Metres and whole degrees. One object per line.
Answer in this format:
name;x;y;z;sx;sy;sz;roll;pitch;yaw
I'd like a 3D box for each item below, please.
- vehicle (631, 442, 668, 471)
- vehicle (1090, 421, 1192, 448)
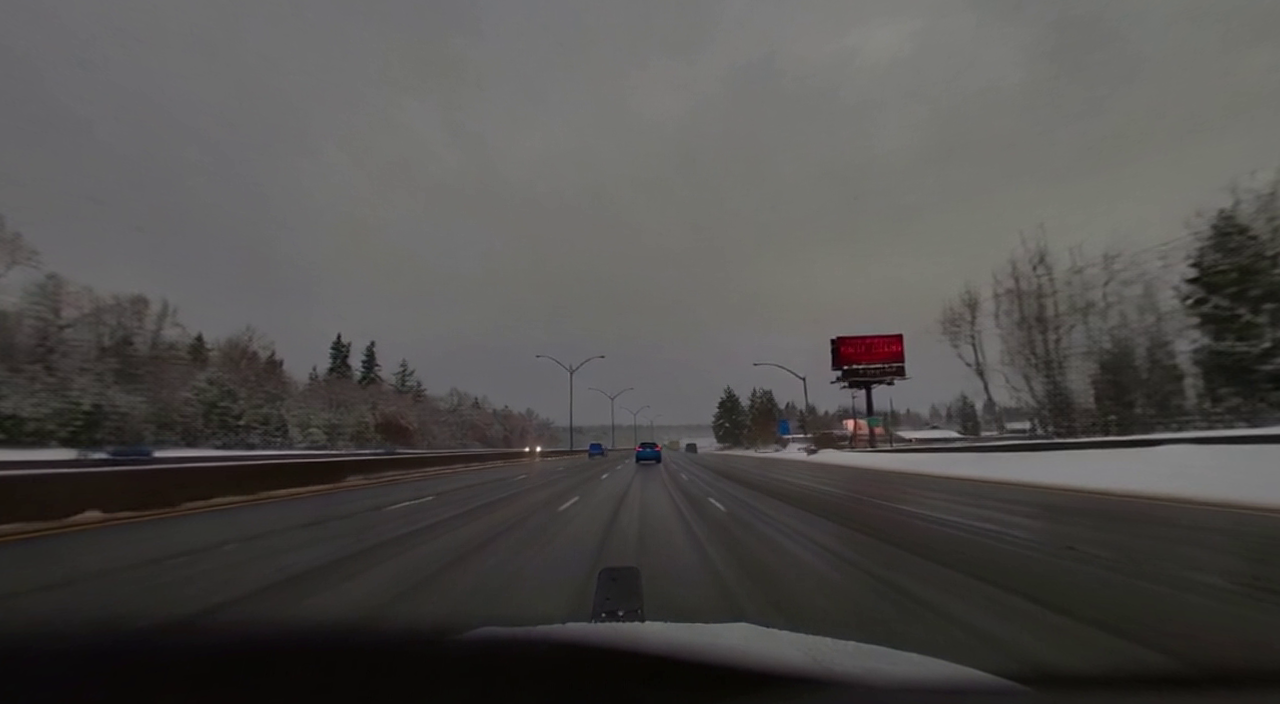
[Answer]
vehicle;0.572;6.081;36.794;2.074;1.574;3.971;0;-9;1
vehicle;29.558;4.967;37.501;2.072;1.495;4.732;0;-9;-2
